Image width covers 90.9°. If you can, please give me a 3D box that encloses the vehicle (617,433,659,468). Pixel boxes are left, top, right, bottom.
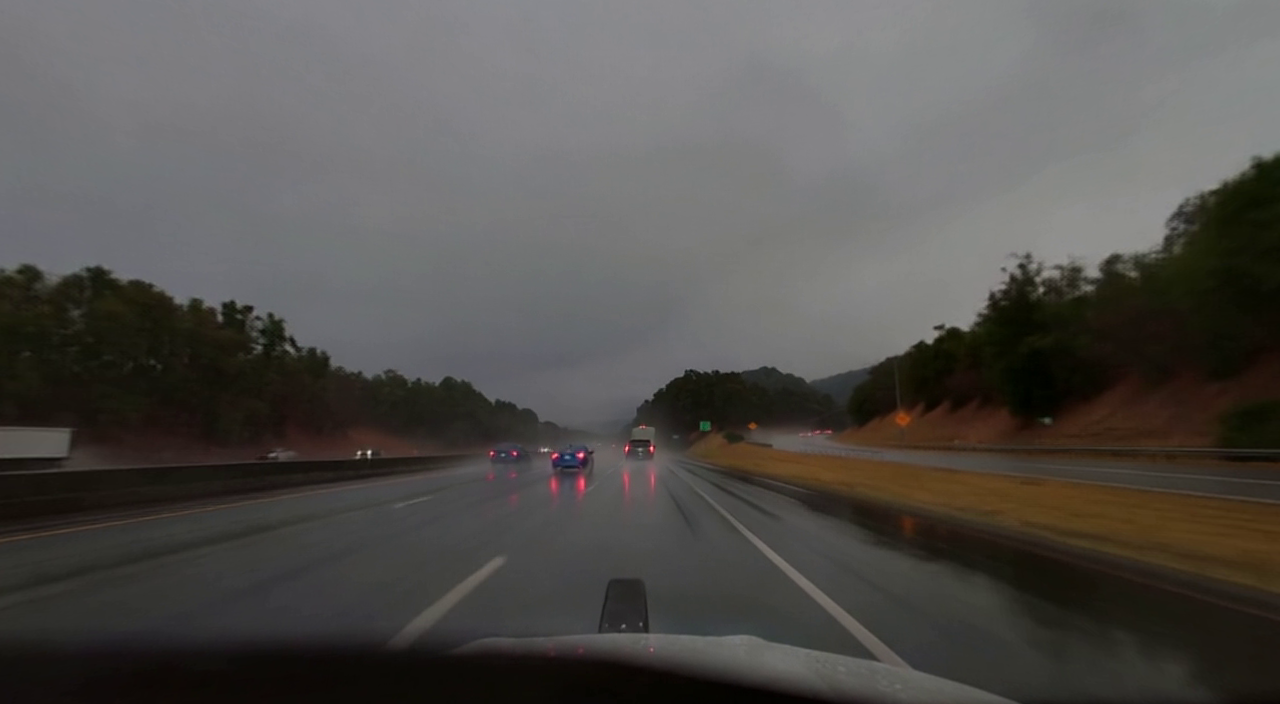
[{"bbox_3d":[-0.083,5.800,37.402,2.309,1.915,5.130,0,-8,0],"label":"vehicle"}]

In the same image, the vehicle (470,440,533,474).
[{"bbox_3d":[-6.807,5.208,31.477,2.009,1.519,4.697,0,-8,1],"label":"vehicle"}]

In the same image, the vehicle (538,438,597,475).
[{"bbox_3d":[-3.300,4.931,29.943,2.139,1.589,5.102,0,-8,1],"label":"vehicle"}]
